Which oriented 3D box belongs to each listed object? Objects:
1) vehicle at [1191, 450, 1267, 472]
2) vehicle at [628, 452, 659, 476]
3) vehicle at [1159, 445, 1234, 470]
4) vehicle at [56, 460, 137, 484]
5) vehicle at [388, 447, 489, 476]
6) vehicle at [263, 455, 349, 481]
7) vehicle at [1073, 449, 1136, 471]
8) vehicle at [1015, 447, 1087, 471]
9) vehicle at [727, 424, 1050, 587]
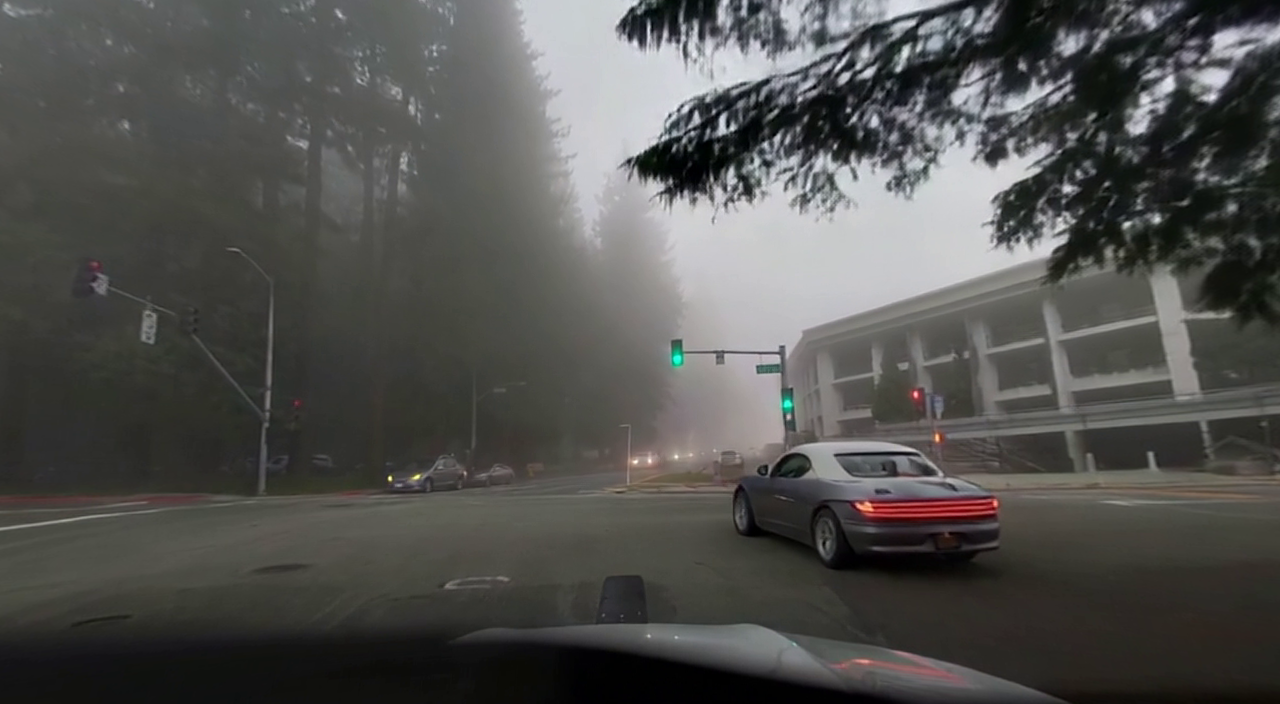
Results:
[{"bbox_3d":[38.673,7.162,41.572,1.664,1.369,3.468,0,-9,1],"label":"vehicle"},{"bbox_3d":[0.189,7.611,43.077,2.024,1.489,4.613,0,-9,-1],"label":"vehicle"},{"bbox_3d":[36.074,6.865,41.038,1.649,1.463,3.507,-1,-12,2],"label":"vehicle"},{"bbox_3d":[-35.186,7.746,41.026,1.709,1.410,3.945,0,-9,0],"label":"vehicle"},{"bbox_3d":[-13.487,7.354,42.525,6.021,1.868,2.172,0,-9,2],"label":"vehicle"},{"bbox_3d":[-20.570,7.151,38.985,4.207,1.508,1.875,-1,-9,4],"label":"vehicle"},{"bbox_3d":[30.364,7.064,41.429,1.746,1.391,3.360,-1,-9,5],"label":"vehicle"},{"bbox_3d":[27.207,7.099,42.006,2.039,1.501,4.231,0,-9,3],"label":"vehicle"},{"bbox_3d":[2.754,1.804,8.291,1.903,1.529,4.254,2,-9,-10],"label":"vehicle"}]
